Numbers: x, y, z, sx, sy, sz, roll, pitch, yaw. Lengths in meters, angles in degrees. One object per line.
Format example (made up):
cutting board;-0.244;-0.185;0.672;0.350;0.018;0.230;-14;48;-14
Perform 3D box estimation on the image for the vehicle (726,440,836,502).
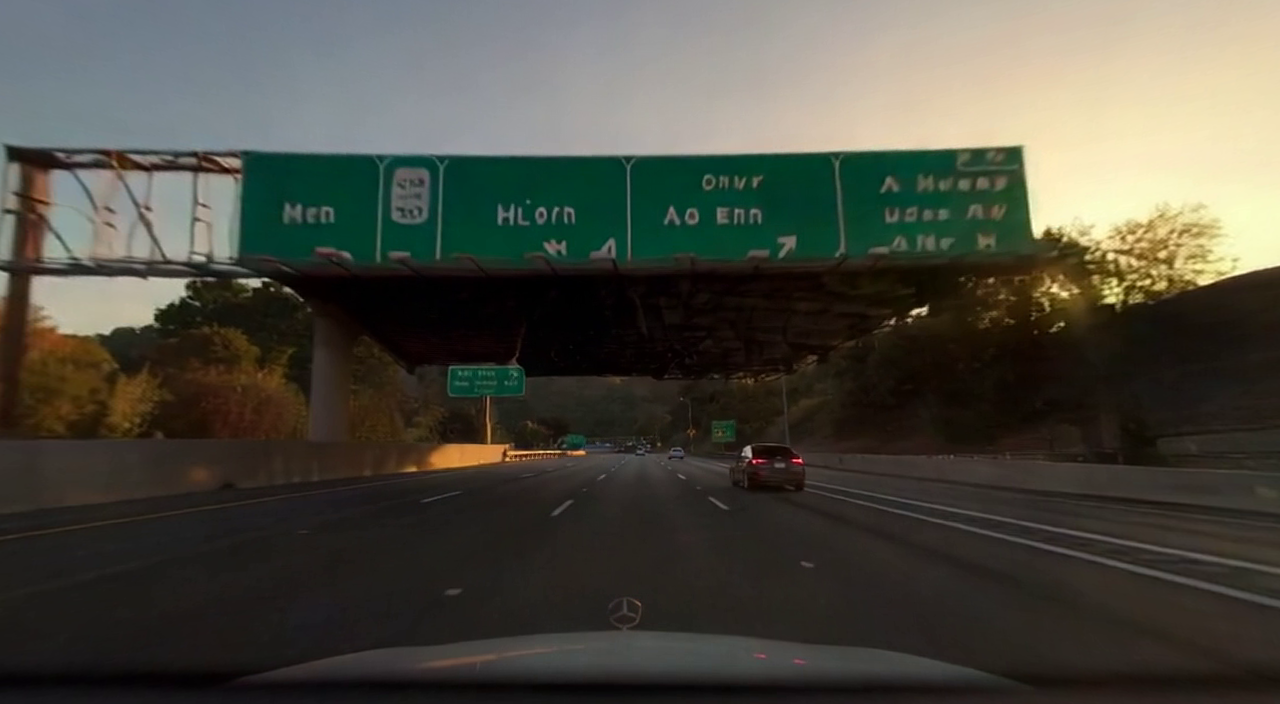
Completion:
vehicle;3.764;3.258;17.652;2.033;1.501;4.398;0;-9;0
